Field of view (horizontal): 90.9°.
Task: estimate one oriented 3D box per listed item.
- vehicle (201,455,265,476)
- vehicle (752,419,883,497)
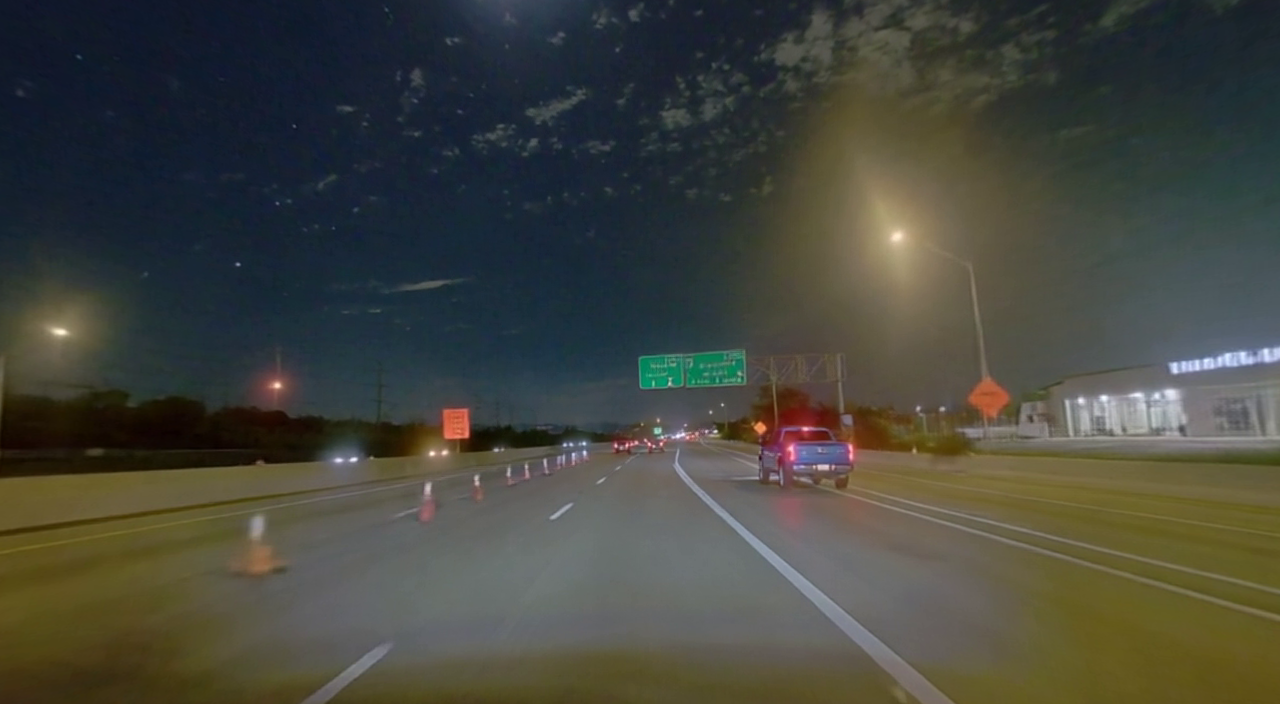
[{"bbox_3d":[-31.807,8.868,49.422,1.810,1.430,4.687,0,-8,1],"label":"vehicle"},{"bbox_3d":[4.685,2.901,17.679,2.186,1.840,5.289,0,-8,1],"label":"vehicle"}]
